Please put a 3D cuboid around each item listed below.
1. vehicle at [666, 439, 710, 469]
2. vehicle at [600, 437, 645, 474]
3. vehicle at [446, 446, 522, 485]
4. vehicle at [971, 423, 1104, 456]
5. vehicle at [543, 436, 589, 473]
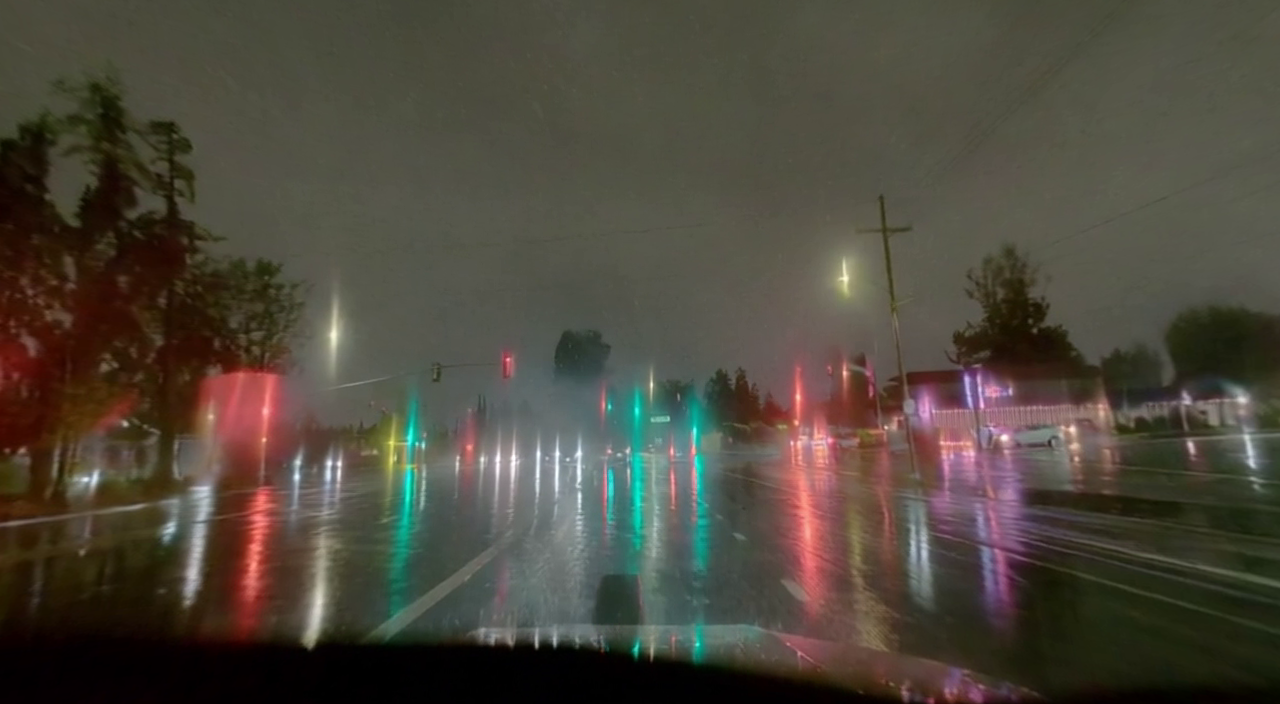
[{"bbox_3d":[2.756,6.022,37.245,2.103,1.647,4.318,0,-8,-2],"label":"vehicle"},{"bbox_3d":[-0.802,5.189,31.803,2.146,1.742,4.095,0,-8,0],"label":"vehicle"},{"bbox_3d":[-6.341,4.632,26.087,2.033,1.442,4.668,0,-8,-1],"label":"vehicle"},{"bbox_3d":[18.002,3.992,28.650,4.660,1.462,2.034,0,-8,0],"label":"vehicle"},{"bbox_3d":[-4.010,5.617,34.676,2.139,1.851,3.970,0,-8,-2],"label":"vehicle"}]
